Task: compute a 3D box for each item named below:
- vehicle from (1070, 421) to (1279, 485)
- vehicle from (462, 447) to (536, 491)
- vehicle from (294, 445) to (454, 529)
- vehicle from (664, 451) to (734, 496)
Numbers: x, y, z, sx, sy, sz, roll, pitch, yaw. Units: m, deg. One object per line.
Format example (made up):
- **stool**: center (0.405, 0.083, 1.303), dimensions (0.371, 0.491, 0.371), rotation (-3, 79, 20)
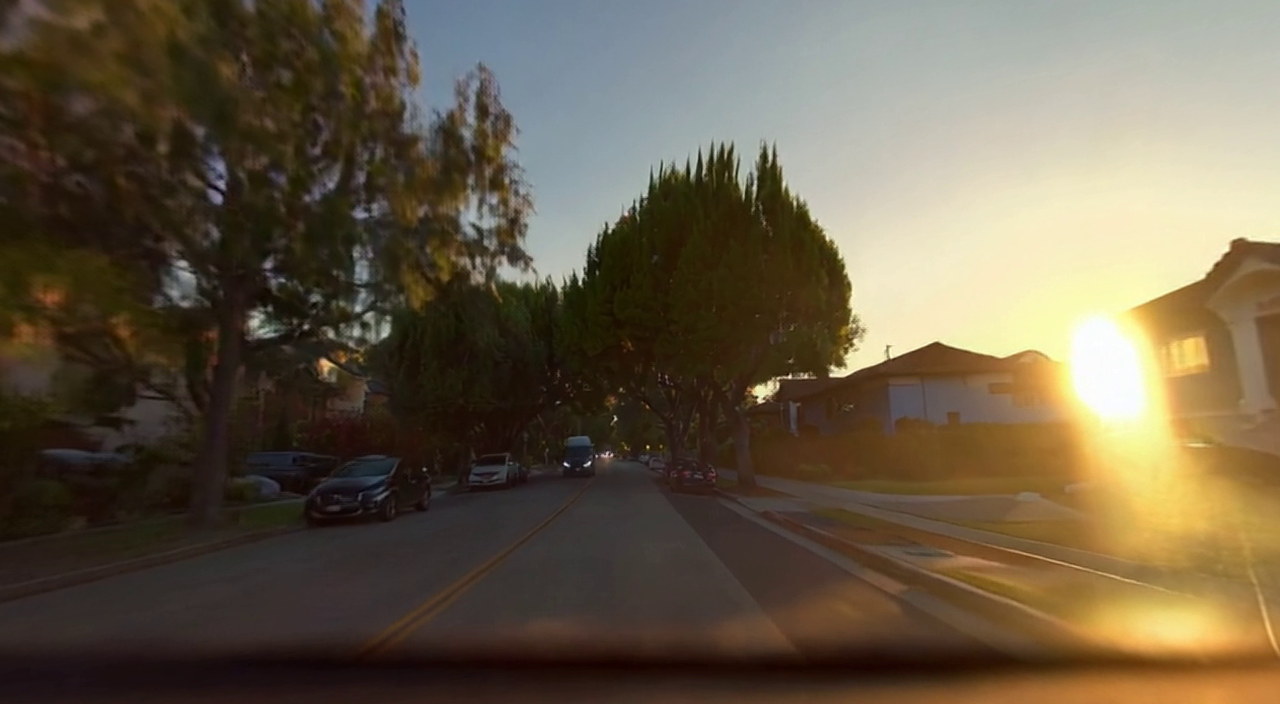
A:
- **vehicle**: center (13.630, 2.496, 15.676), dimensions (4.370, 1.433, 1.889), rotation (-2, -9, 13)
- **vehicle**: center (-6.574, 5.507, 30.185), dimensions (2.265, 1.876, 5.371), rotation (0, -9, 0)
- **vehicle**: center (-6.201, 3.150, 15.420), dimensions (2.033, 1.721, 4.328), rotation (0, -9, 0)
- **vehicle**: center (2.131, 4.548, 24.053), dimensions (1.996, 1.516, 4.122), rotation (0, -9, -4)
